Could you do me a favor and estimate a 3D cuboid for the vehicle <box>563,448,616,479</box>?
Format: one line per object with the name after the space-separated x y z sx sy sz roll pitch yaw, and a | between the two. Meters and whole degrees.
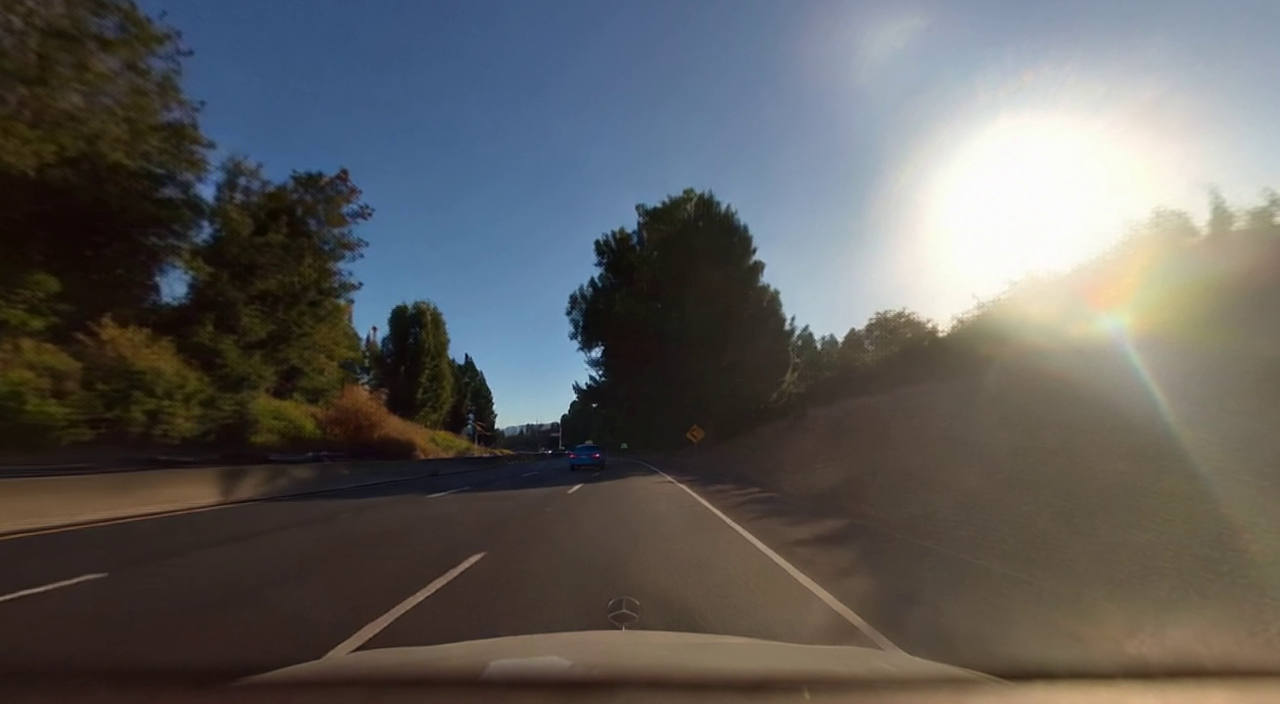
-2.453 5.569 31.701 2.126 1.411 4.433 0 -9 2 | vehicle
